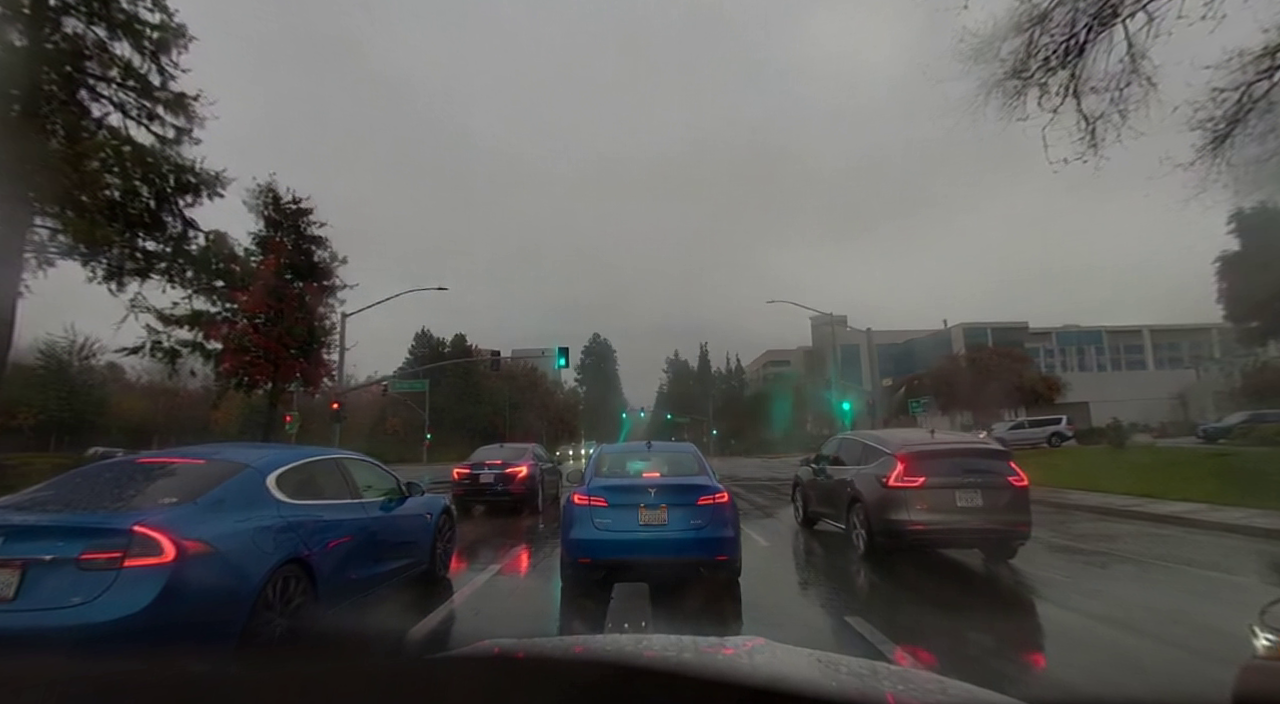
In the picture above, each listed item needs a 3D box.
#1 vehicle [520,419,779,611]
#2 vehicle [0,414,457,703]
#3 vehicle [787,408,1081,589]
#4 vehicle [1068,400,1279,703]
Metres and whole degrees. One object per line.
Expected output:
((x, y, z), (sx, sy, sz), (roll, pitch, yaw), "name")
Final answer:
((0.051, 1.675, 7.424), (2.144, 1.563, 4.218), (0, -8, -1), "vehicle")
((-3.082, 1.329, 4.792), (2.015, 1.478, 4.407), (0, -8, 0), "vehicle")
((3.390, 1.738, 8.316), (1.938, 1.732, 4.006), (1, -8, 0), "vehicle")
((3.302, 0.750, 1.033), (1.951, 1.522, 4.614), (0, -8, 0), "vehicle")
